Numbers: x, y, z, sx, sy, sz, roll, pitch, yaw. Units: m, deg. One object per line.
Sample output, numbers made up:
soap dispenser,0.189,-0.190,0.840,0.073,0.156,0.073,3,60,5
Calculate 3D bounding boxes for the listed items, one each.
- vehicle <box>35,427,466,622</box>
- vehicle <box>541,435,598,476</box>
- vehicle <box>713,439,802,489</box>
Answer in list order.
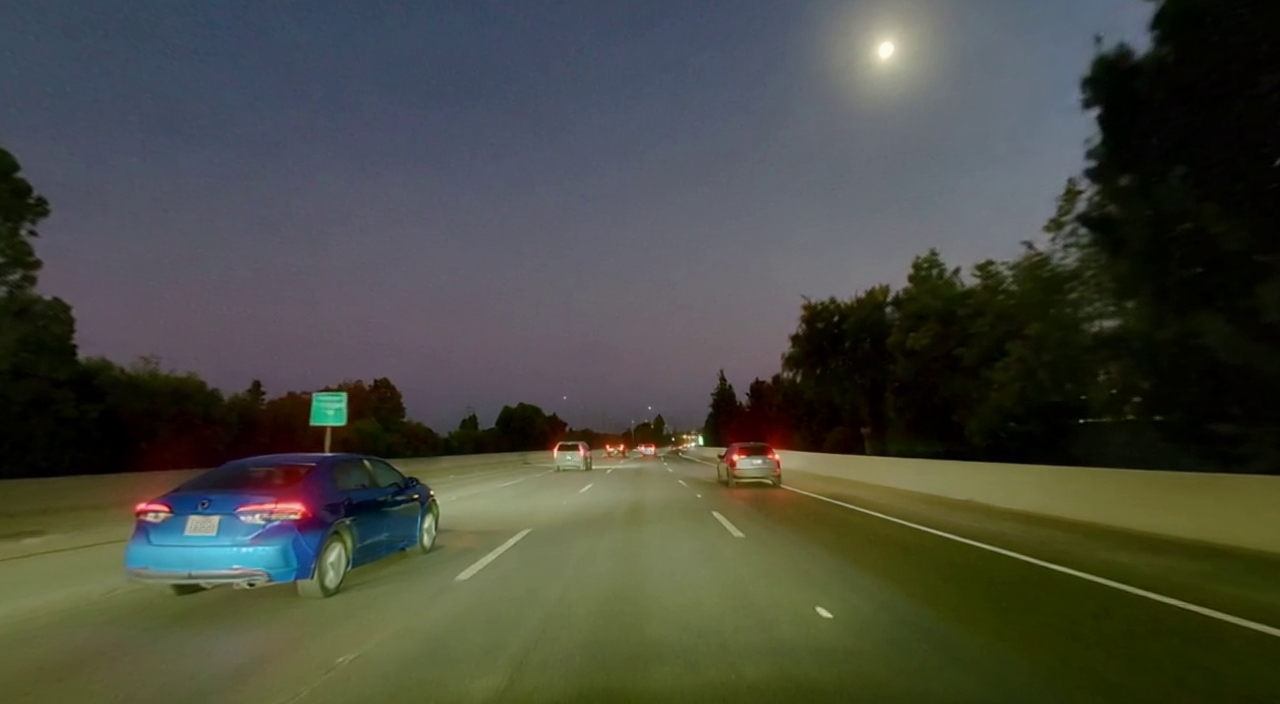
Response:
vehicle,-3.614,1.659,7.118,1.948,1.475,4.461,0,-9,1
vehicle,-3.366,5.053,30.932,2.122,1.847,4.696,0,-9,1
vehicle,3.799,3.734,21.310,2.100,1.472,4.533,0,-9,-1
